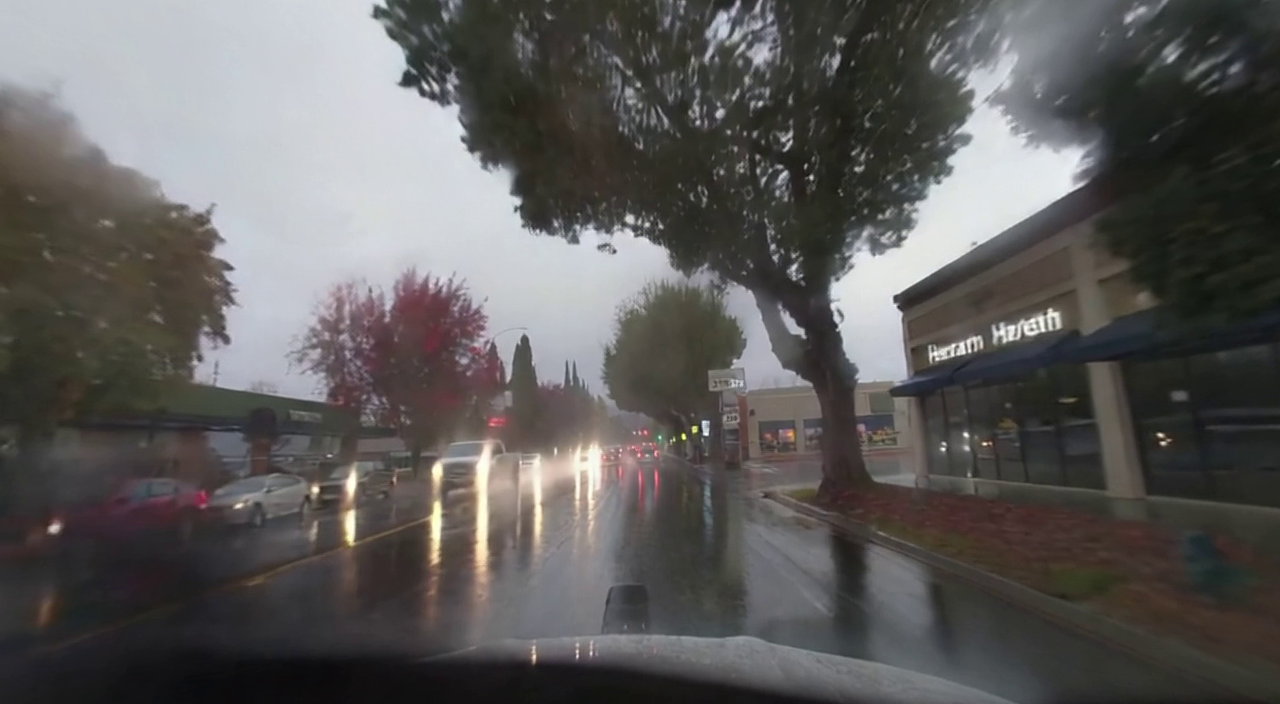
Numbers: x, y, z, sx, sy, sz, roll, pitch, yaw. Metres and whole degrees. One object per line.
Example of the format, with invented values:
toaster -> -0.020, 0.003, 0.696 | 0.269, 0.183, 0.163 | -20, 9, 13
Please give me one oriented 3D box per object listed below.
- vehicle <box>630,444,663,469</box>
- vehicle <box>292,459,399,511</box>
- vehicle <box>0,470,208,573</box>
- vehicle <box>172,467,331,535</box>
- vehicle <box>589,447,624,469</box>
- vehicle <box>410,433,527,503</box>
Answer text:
vehicle -> 0.421, 6.748, 40.883 | 2.020, 1.478, 3.922 | 0, -8, 1
vehicle -> -11.248, 5.067, 24.473 | 1.925, 1.709, 4.426 | 0, -8, 1
vehicle -> -11.269, 3.332, 12.966 | 1.946, 1.526, 3.954 | -2, -7, 0
vehicle -> -11.322, 4.316, 18.841 | 1.858, 1.469, 4.665 | -4, -9, 0
vehicle -> -2.220, 7.147, 42.774 | 2.099, 1.424, 4.609 | 0, -8, 1
vehicle -> -6.008, 4.150, 23.115 | 2.644, 2.161, 5.825 | -1, -8, 1
